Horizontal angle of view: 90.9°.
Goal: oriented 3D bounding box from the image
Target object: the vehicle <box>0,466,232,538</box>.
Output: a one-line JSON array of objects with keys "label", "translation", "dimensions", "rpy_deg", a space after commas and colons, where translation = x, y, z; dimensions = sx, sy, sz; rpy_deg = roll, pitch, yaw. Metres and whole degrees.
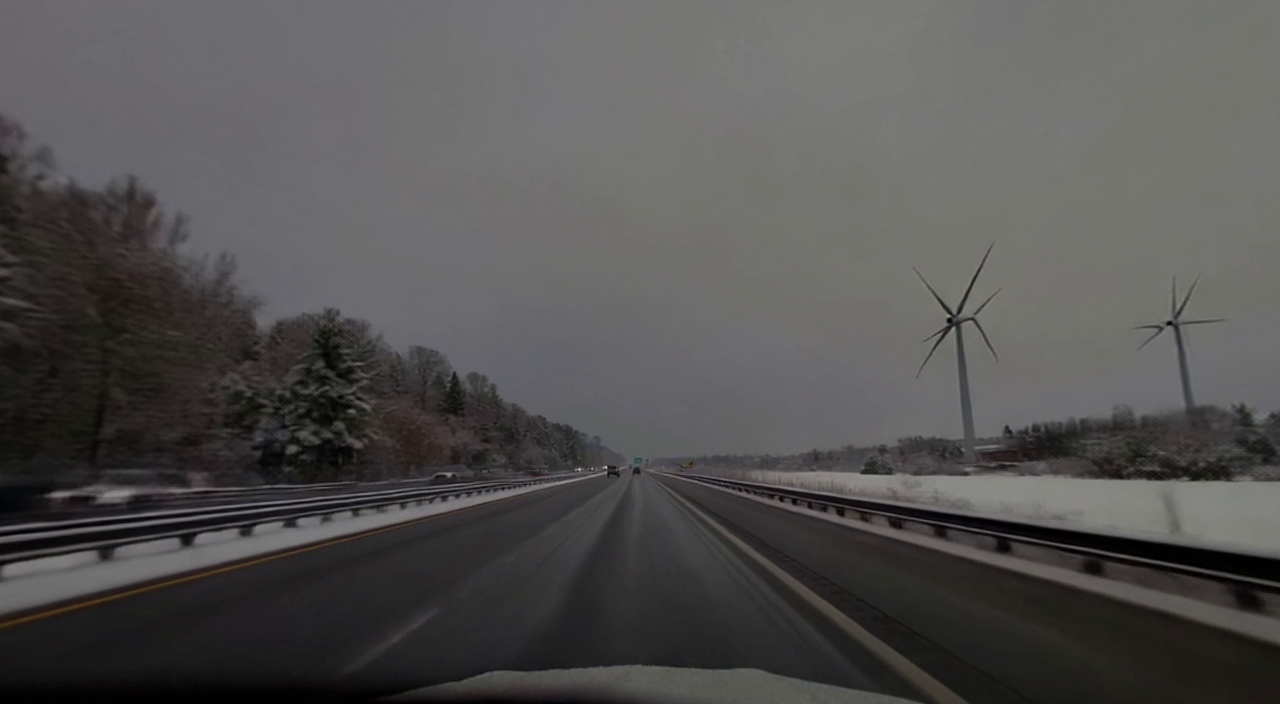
[{"label": "vehicle", "translation": [-12.422, 3.550, 15.401], "dimensions": [1.884, 1.434, 4.481], "rpy_deg": [1, -11, 0]}]

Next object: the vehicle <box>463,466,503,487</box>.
[{"label": "vehicle", "translation": [-12.162, 9.676, 49.013], "dimensions": [1.978, 1.546, 4.071], "rpy_deg": [1, -11, 1]}]
